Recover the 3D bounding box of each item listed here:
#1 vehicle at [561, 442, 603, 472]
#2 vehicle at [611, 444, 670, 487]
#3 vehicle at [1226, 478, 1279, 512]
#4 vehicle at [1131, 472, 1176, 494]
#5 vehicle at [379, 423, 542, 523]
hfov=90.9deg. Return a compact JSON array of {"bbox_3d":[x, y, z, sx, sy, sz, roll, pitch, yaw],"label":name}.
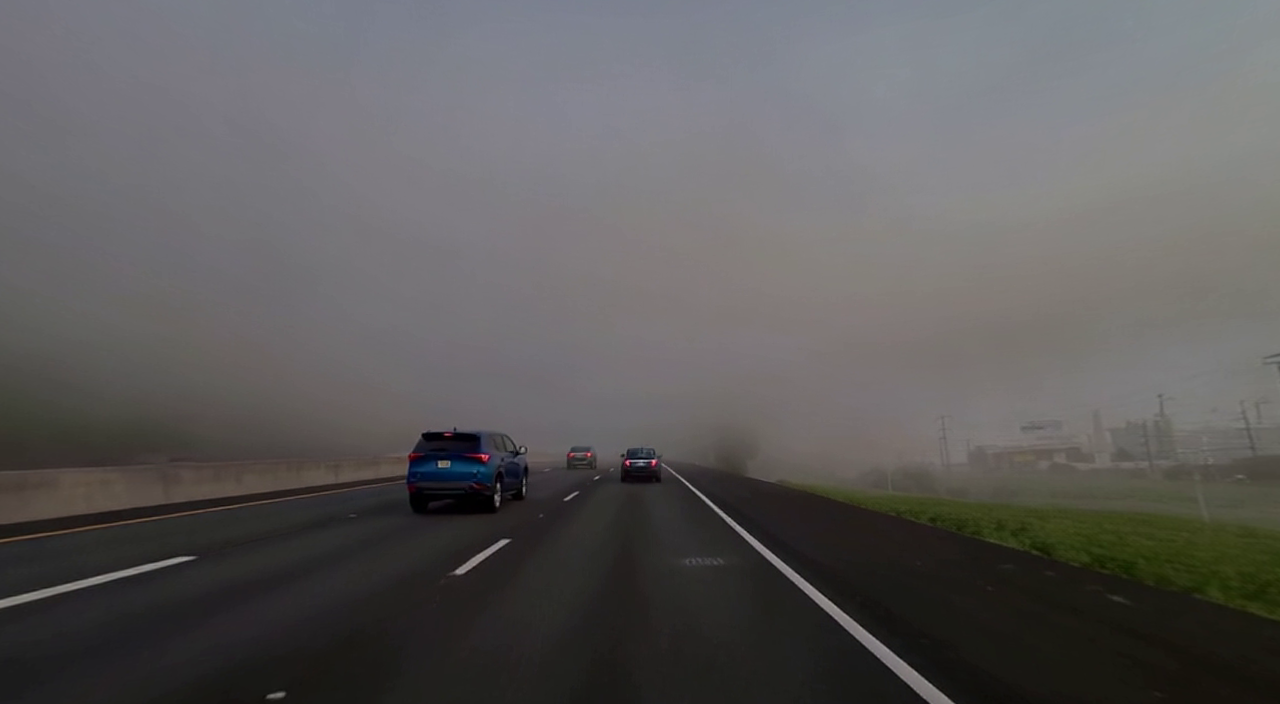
[{"bbox_3d":[-3.502,6.480,38.968,1.993,1.717,4.321,-1,-9,2],"label":"vehicle"},{"bbox_3d":[0.003,4.223,23.841,2.047,1.473,3.978,0,-9,0],"label":"vehicle"},{"bbox_3d":[34.093,7.795,34.583,1.844,1.467,4.653,-5,-10,31],"label":"vehicle"},{"bbox_3d":[39.783,10.099,48.827,4.203,1.418,1.942,8,-12,-42],"label":"vehicle"},{"bbox_3d":[-3.635,2.552,13.807,2.133,1.789,4.518,-1,-9,1],"label":"vehicle"}]
